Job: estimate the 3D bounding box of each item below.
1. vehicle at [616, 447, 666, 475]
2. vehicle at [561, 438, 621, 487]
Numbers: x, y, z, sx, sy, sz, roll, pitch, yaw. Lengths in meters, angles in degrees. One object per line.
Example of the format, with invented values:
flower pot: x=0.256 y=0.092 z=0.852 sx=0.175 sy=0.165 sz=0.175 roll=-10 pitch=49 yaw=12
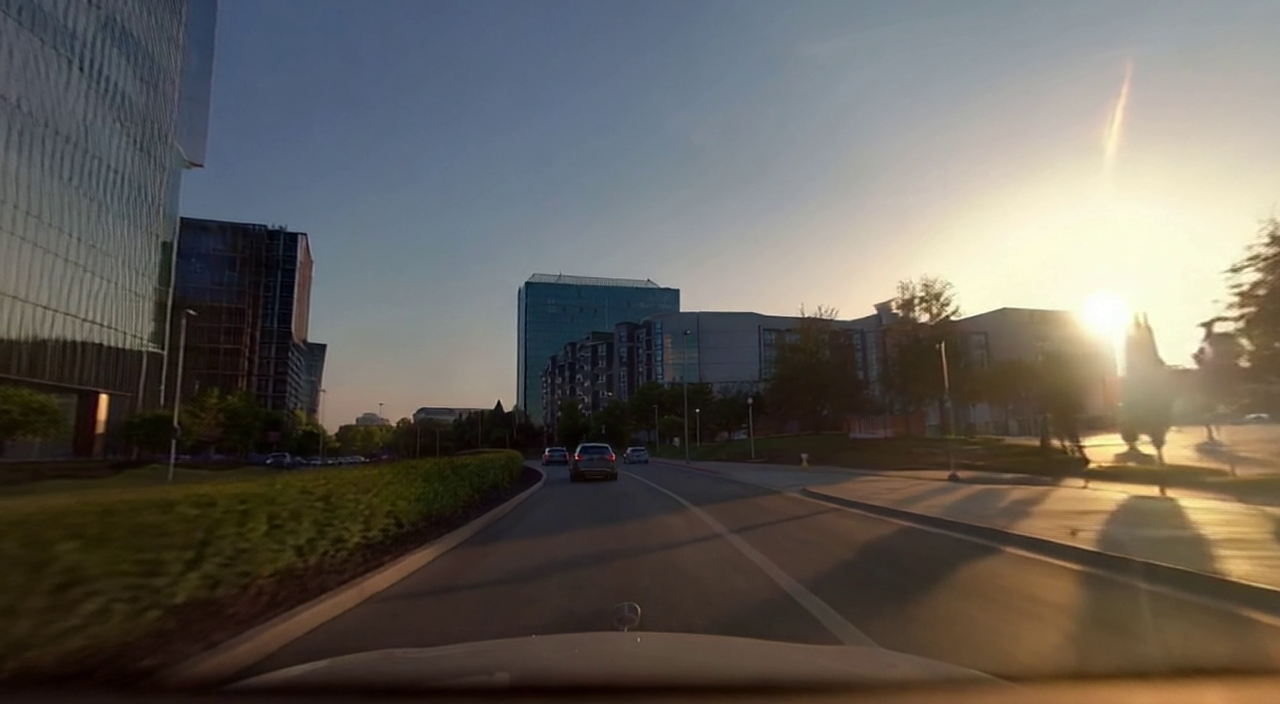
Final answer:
vehicle: x=-0.028 y=6.279 z=36.364 sx=2.116 sy=1.506 sz=4.355 roll=2 pitch=-9 yaw=-10
vehicle: x=-2.055 y=4.380 z=25.262 sx=2.173 sy=1.761 sz=4.374 roll=1 pitch=-9 yaw=-7
